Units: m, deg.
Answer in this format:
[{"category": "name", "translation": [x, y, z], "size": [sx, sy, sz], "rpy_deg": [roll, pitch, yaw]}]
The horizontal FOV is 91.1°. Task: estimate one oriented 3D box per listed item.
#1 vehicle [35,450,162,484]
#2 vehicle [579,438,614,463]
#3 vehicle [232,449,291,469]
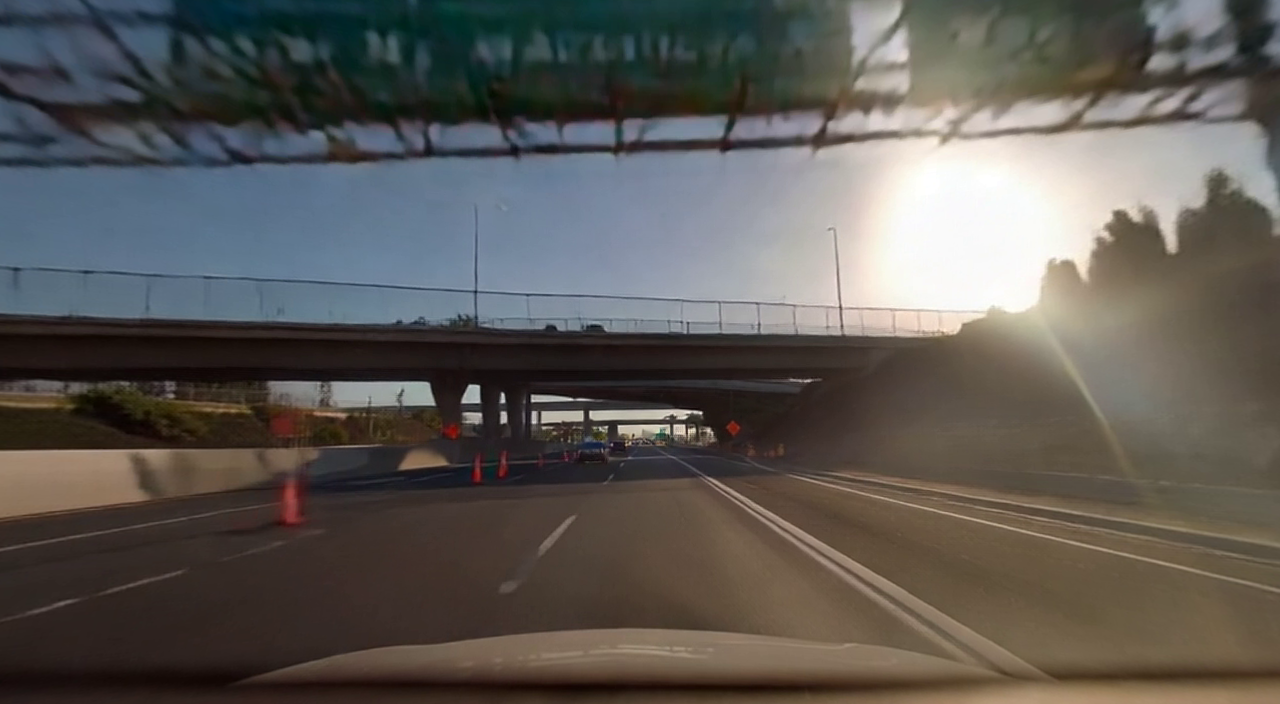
[{"category": "vehicle", "translation": [-26.411, 5.587, 30.888], "size": [1.932, 1.497, 4.776], "rpy_deg": [0, -8, 1]}, {"category": "vehicle", "translation": [-3.025, 6.950, 44.477], "size": [2.078, 1.629, 4.059], "rpy_deg": [0, -8, 1]}, {"category": "vehicle", "translation": [-29.911, 8.450, 49.819], "size": [1.837, 1.449, 4.489], "rpy_deg": [0, -8, 1]}]
